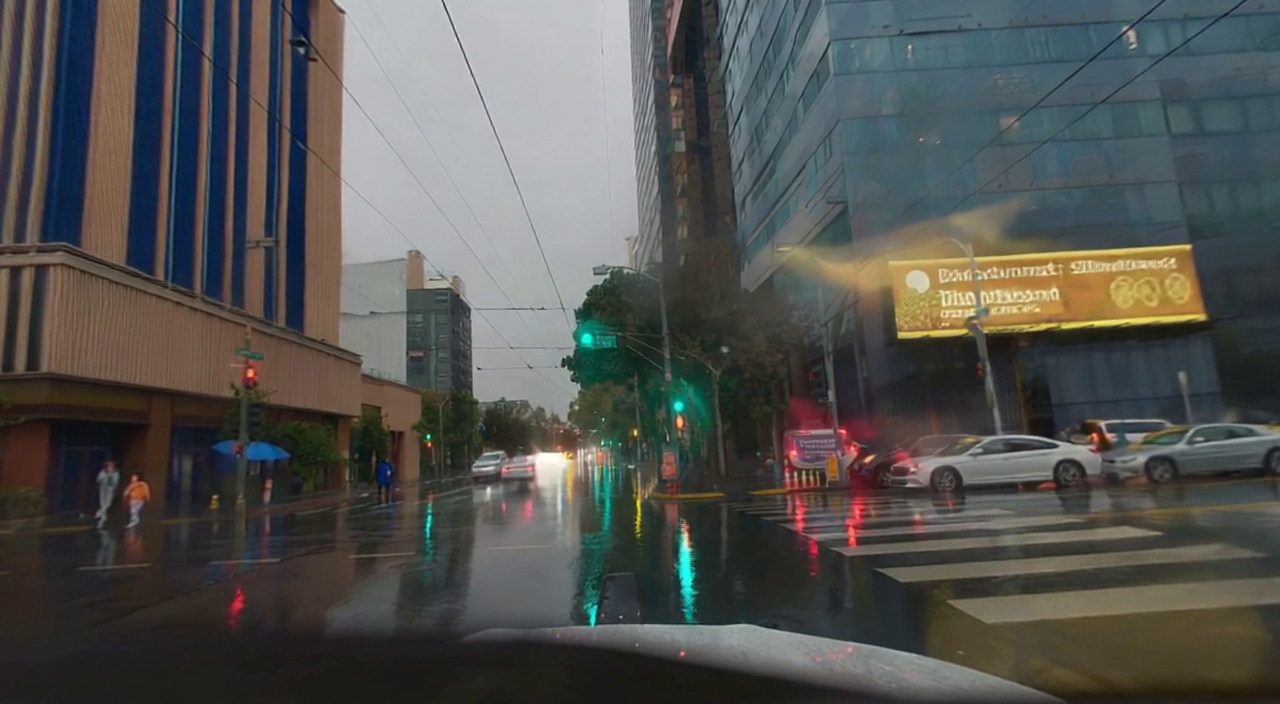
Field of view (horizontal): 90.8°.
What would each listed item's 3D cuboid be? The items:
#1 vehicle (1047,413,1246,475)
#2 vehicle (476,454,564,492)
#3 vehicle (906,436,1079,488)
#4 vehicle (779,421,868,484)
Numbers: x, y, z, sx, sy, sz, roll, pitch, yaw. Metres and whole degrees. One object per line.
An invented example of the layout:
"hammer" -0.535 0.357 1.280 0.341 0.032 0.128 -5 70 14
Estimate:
"vehicle" 16.754 3.057 21.078 4.944 1.946 1.952 0 -8 -3
"vehicle" -5.262 5.340 28.354 1.797 1.490 4.549 -3 -9 20
"vehicle" 11.388 3.547 20.576 4.697 1.510 1.596 0 -9 -4
"vehicle" 7.579 4.141 26.634 2.316 2.425 4.466 1 -7 -2
